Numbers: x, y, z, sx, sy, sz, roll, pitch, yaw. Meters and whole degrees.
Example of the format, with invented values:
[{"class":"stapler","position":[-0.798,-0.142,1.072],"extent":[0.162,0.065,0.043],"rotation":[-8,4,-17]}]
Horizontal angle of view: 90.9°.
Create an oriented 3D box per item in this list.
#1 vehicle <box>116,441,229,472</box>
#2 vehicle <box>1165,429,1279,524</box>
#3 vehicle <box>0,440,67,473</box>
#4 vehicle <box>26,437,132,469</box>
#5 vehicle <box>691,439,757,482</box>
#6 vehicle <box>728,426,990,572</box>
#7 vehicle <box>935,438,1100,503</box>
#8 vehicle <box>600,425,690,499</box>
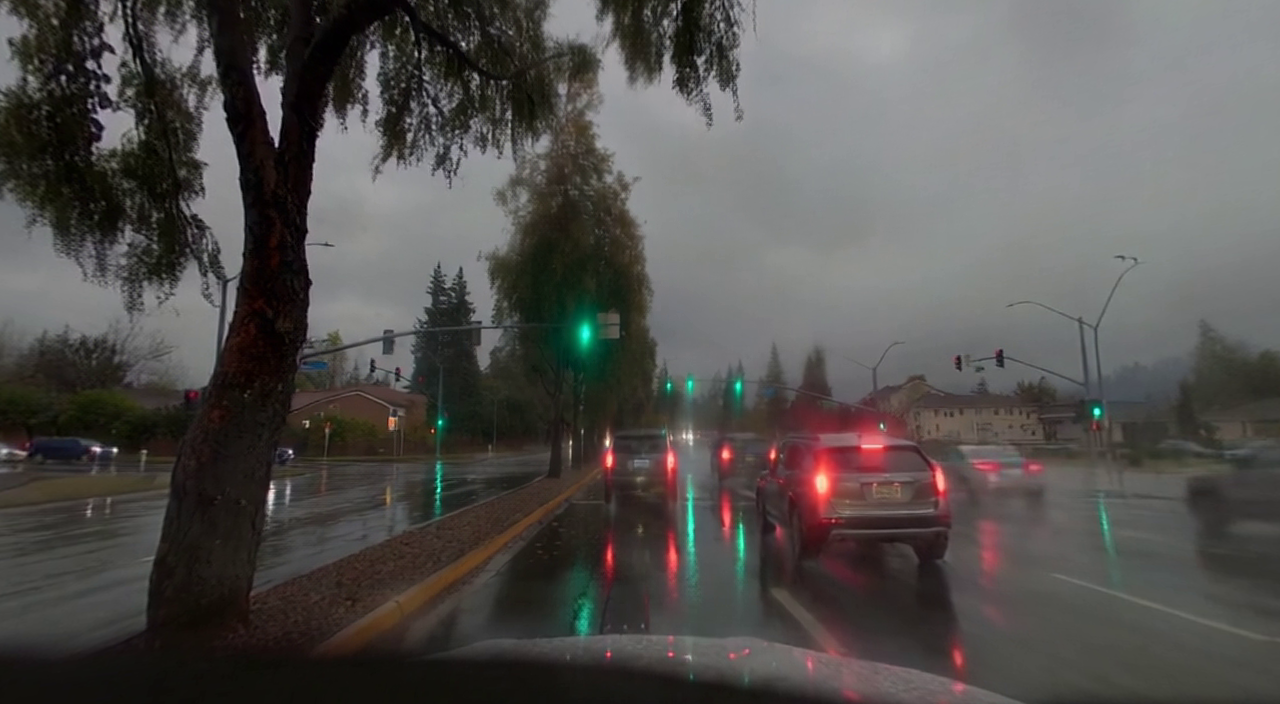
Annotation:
[{"class":"vehicle","position":[-26.350,5.887,35.635],"extent":[4.724,1.630,1.968],"rotation":[0,-8,-3]},{"class":"vehicle","position":[12.701,2.279,11.566],"extent":[2.085,1.726,4.668],"rotation":[0,-8,1]},{"class":"vehicle","position":[-35.031,5.779,34.941],"extent":[4.465,1.693,1.959],"rotation":[2,-9,-1]},{"class":"vehicle","position":[-36.873,6.626,41.531],"extent":[4.771,1.778,2.032],"rotation":[3,-8,-3]},{"class":"vehicle","position":[3.026,3.991,23.481],"extent":[1.795,1.457,3.979],"rotation":[0,-8,-2]},{"class":"vehicle","position":[2.577,1.848,8.780],"extent":[2.009,1.480,4.423],"rotation":[0,-8,-1]},{"class":"vehicle","position":[9.929,3.115,17.050],"extent":[1.824,1.511,4.185],"rotation":[0,-8,0]},{"class":"vehicle","position":[0.068,2.889,16.873],"extent":[2.099,1.705,4.020],"rotation":[0,-8,-1]}]
